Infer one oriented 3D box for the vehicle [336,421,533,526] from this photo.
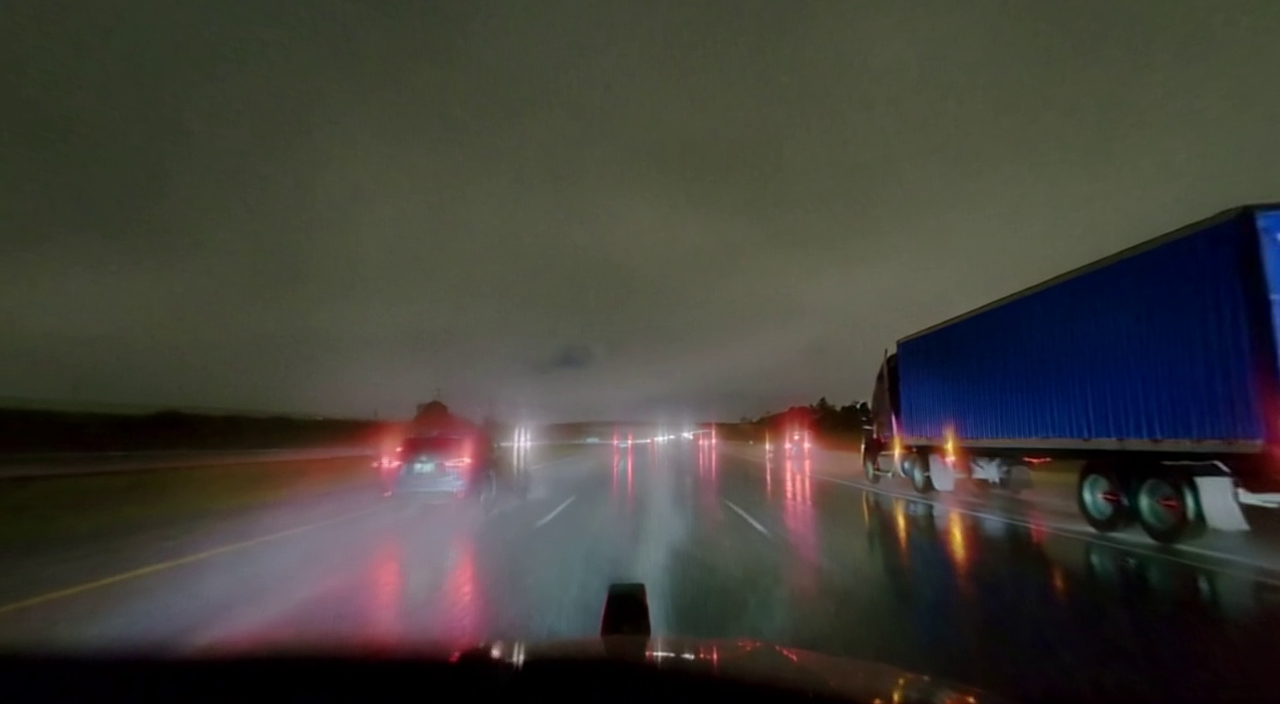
[{"bbox_3d":[-3.589,2.217,12.171,2.053,1.587,4.855,0,-8,2],"label":"vehicle"}]
